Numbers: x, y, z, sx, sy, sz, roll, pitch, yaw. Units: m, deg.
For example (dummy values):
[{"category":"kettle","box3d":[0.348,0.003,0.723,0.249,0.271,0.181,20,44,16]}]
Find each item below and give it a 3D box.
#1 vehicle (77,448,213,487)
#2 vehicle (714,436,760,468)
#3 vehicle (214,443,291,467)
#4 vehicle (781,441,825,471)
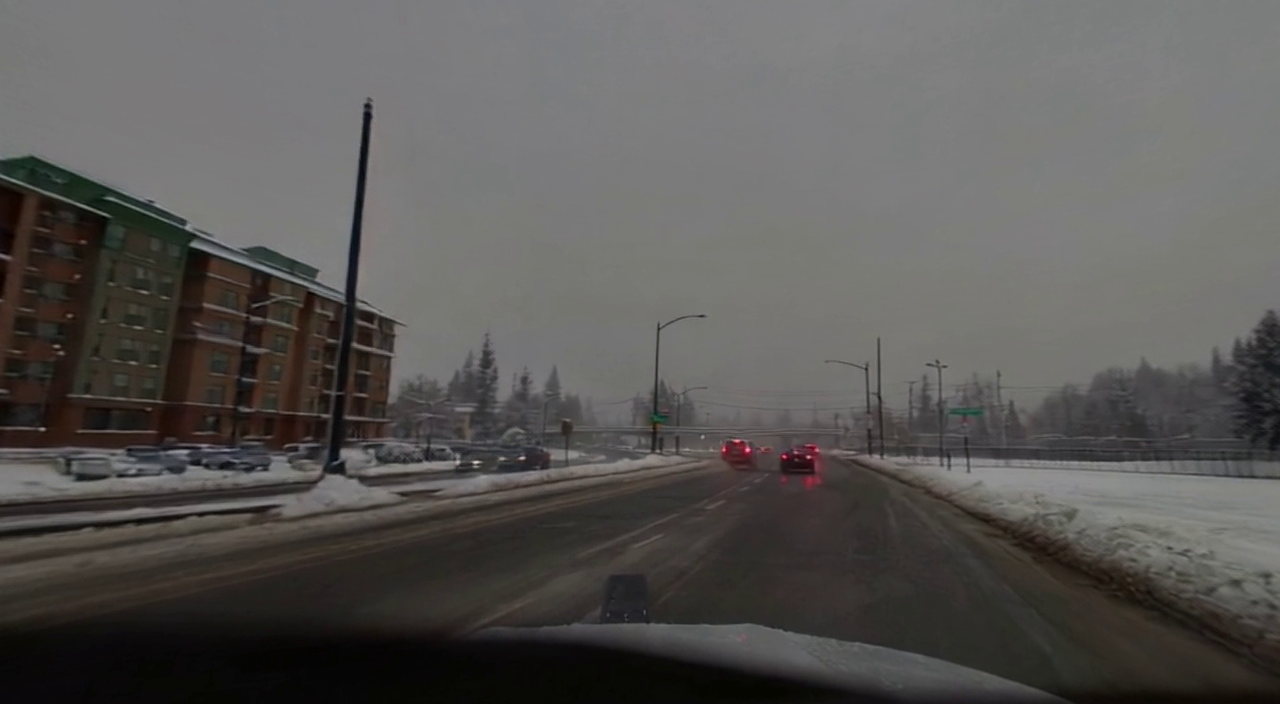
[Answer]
[{"category":"vehicle","box3d":[-22.519,5.213,28.947,1.875,1.600,4.604,-2,-9,15]},{"category":"vehicle","box3d":[5.599,5.690,35.978,2.031,1.692,4.284,-2,-9,16]},{"category":"vehicle","box3d":[-26.118,6.898,42.511,4.431,1.510,1.947,-3,-9,20]},{"category":"vehicle","box3d":[8.610,5.473,33.328,2.041,1.444,4.710,-2,-9,14]}]
